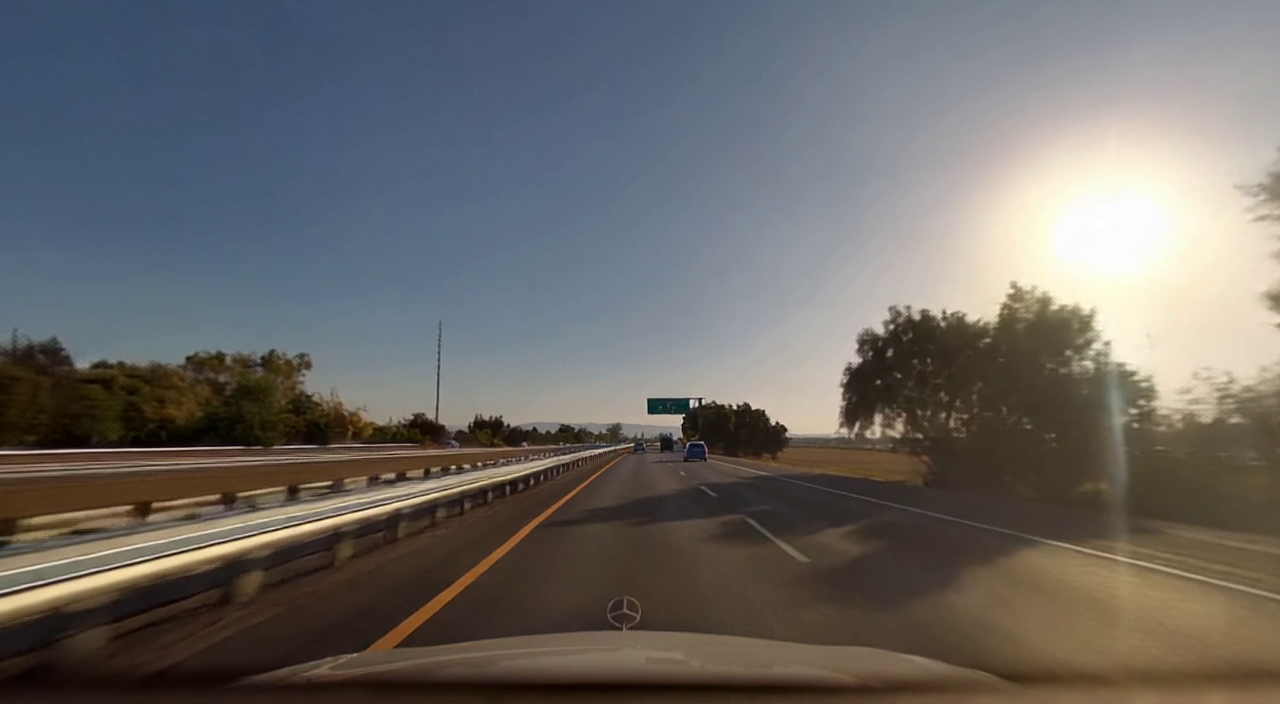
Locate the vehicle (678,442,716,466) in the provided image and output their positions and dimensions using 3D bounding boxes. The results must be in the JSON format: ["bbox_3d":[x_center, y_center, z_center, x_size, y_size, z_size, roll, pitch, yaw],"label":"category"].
[{"bbox_3d":[3.806,6.875,42.584,2.044,1.527,4.658,0,-8,-1],"label":"vehicle"}]
